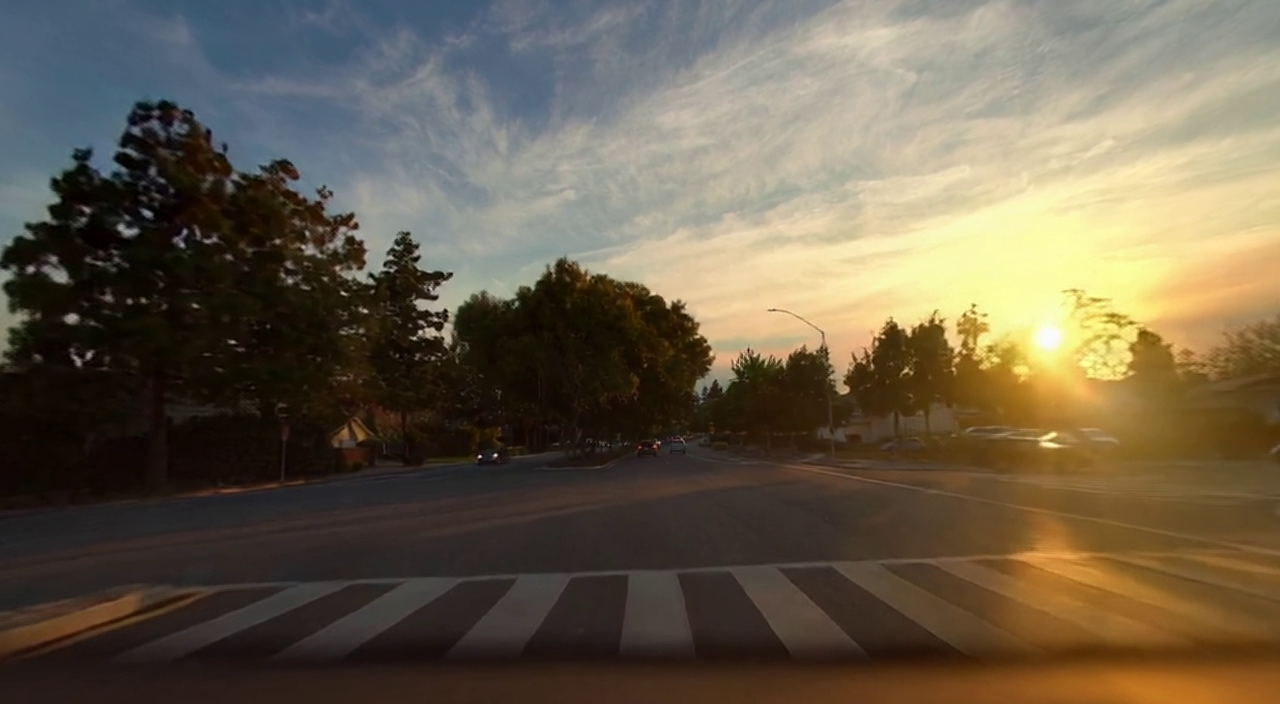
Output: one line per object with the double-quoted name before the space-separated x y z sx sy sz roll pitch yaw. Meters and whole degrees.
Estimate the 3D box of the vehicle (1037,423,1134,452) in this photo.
"vehicle" 24.625 4.776 35.179 1.982 1.503 4.572 0 -8 -2

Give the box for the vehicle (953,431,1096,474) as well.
"vehicle" 15.948 4.217 26.538 4.696 1.651 2.218 -3 -9 20

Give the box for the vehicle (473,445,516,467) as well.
"vehicle" -10.432 7.466 45.648 1.960 1.465 4.194 -1 -8 2
